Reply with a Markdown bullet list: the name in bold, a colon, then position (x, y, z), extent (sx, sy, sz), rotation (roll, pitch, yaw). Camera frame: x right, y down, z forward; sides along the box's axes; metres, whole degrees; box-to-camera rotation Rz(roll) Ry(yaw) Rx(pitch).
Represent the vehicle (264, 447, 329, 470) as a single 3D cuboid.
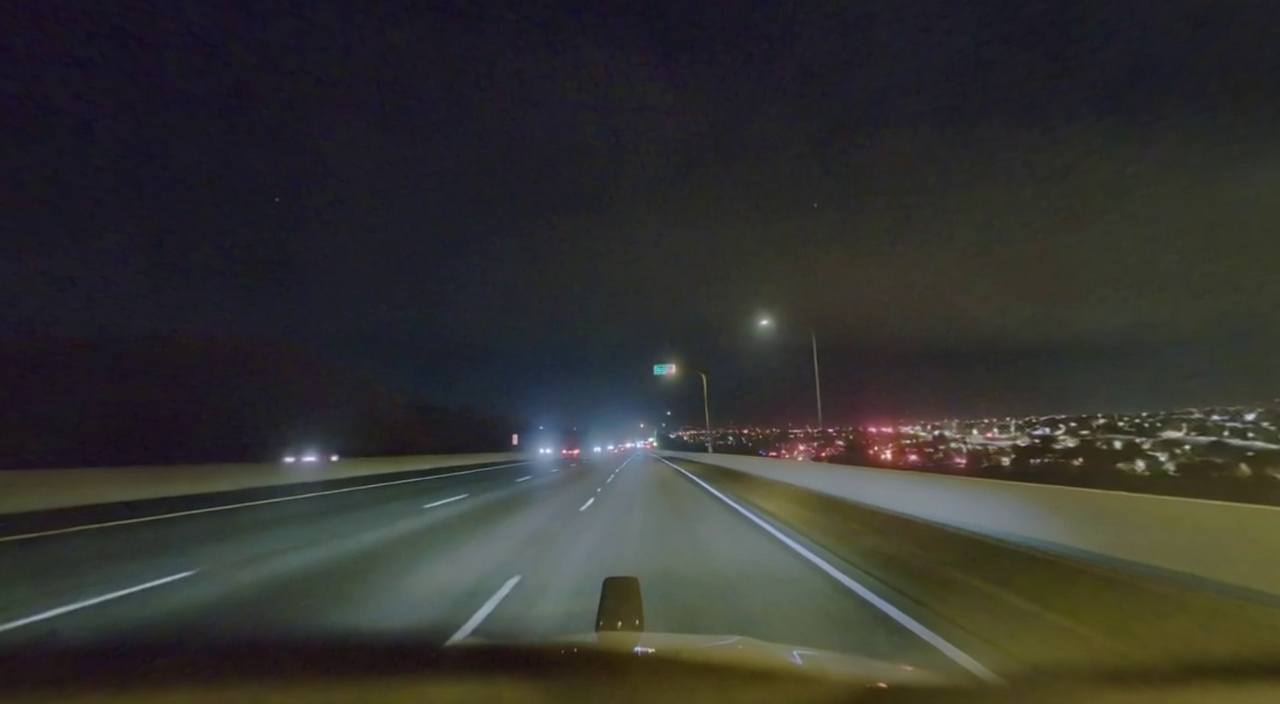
- **vehicle**: position (-23.848, 7.400, 43.902), extent (1.878, 1.498, 4.496), rotation (0, -9, 1)
